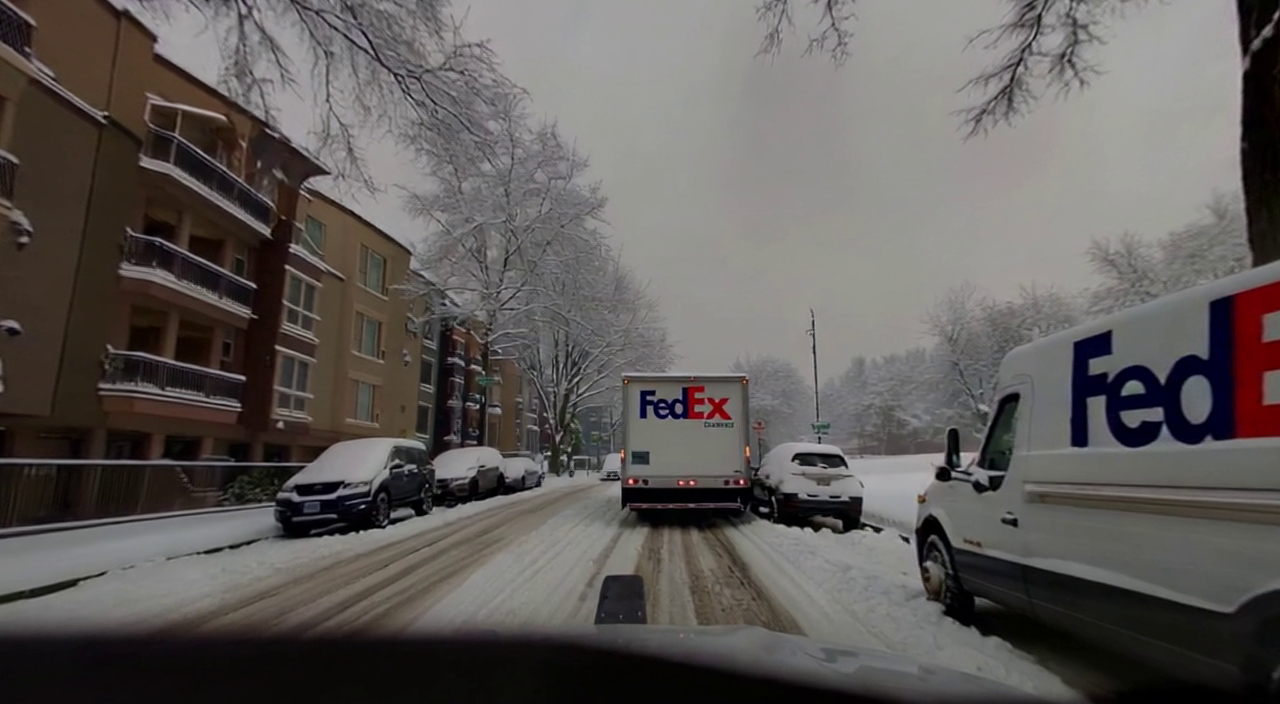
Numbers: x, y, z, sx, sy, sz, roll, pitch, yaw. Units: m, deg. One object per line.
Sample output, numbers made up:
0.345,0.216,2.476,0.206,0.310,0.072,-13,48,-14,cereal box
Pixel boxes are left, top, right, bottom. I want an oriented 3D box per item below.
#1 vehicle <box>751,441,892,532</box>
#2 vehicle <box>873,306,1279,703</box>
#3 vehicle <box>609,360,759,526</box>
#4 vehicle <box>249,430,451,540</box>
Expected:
3.623,2.725,13.410,1.868,1.623,3.815,0,-9,0,vehicle
3.591,1.059,3.964,2.221,1.991,5.564,0,-9,1,vehicle
0.814,2.388,16.626,2.930,3.275,8.180,0,-8,-1,vehicle
-5.683,2.633,13.225,2.020,1.867,4.654,0,-8,-1,vehicle
